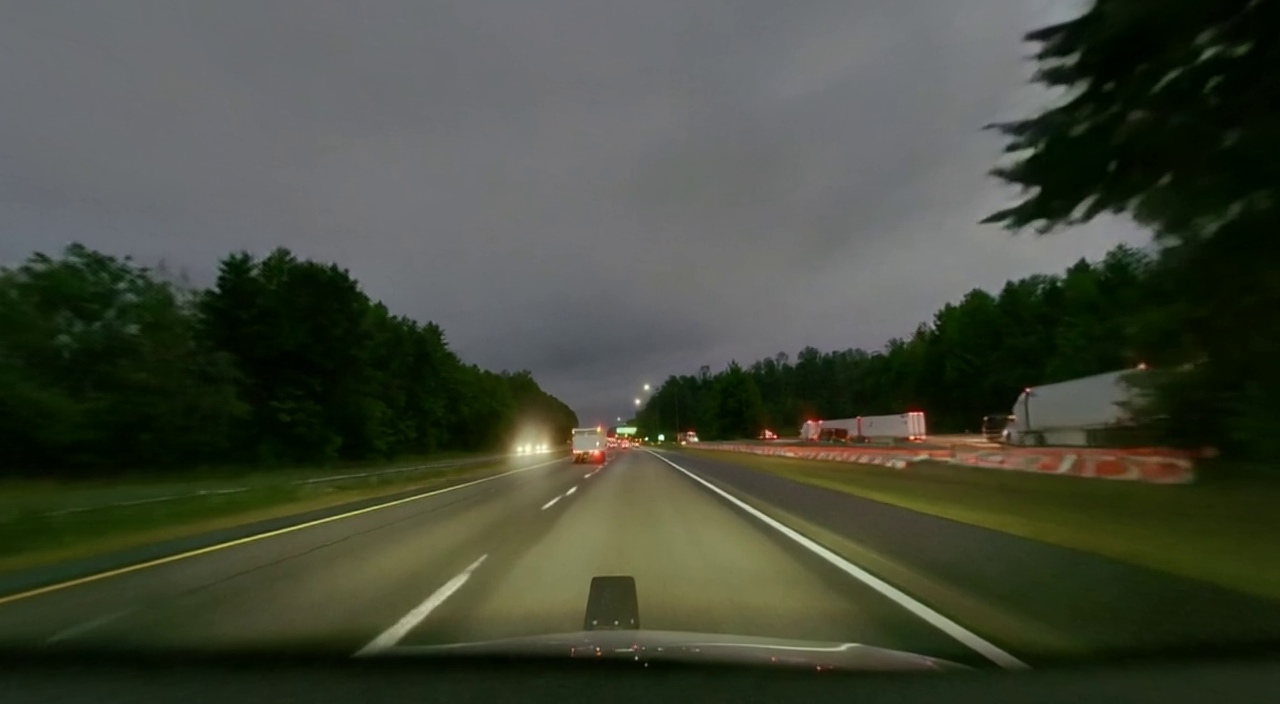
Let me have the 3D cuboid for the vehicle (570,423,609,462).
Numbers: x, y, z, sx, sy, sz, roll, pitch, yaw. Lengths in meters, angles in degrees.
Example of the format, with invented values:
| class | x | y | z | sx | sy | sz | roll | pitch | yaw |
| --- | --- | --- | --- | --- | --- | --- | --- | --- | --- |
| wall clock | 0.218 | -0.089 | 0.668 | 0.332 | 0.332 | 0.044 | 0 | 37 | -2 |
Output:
| class | x | y | z | sx | sy | sz | roll | pitch | yaw |
| --- | --- | --- | --- | --- | --- | --- | --- | --- | --- |
| vehicle | -3.654 | 6.654 | 46.432 | 2.484 | 2.625 | 5.907 | 0 | -8 | -1 |
